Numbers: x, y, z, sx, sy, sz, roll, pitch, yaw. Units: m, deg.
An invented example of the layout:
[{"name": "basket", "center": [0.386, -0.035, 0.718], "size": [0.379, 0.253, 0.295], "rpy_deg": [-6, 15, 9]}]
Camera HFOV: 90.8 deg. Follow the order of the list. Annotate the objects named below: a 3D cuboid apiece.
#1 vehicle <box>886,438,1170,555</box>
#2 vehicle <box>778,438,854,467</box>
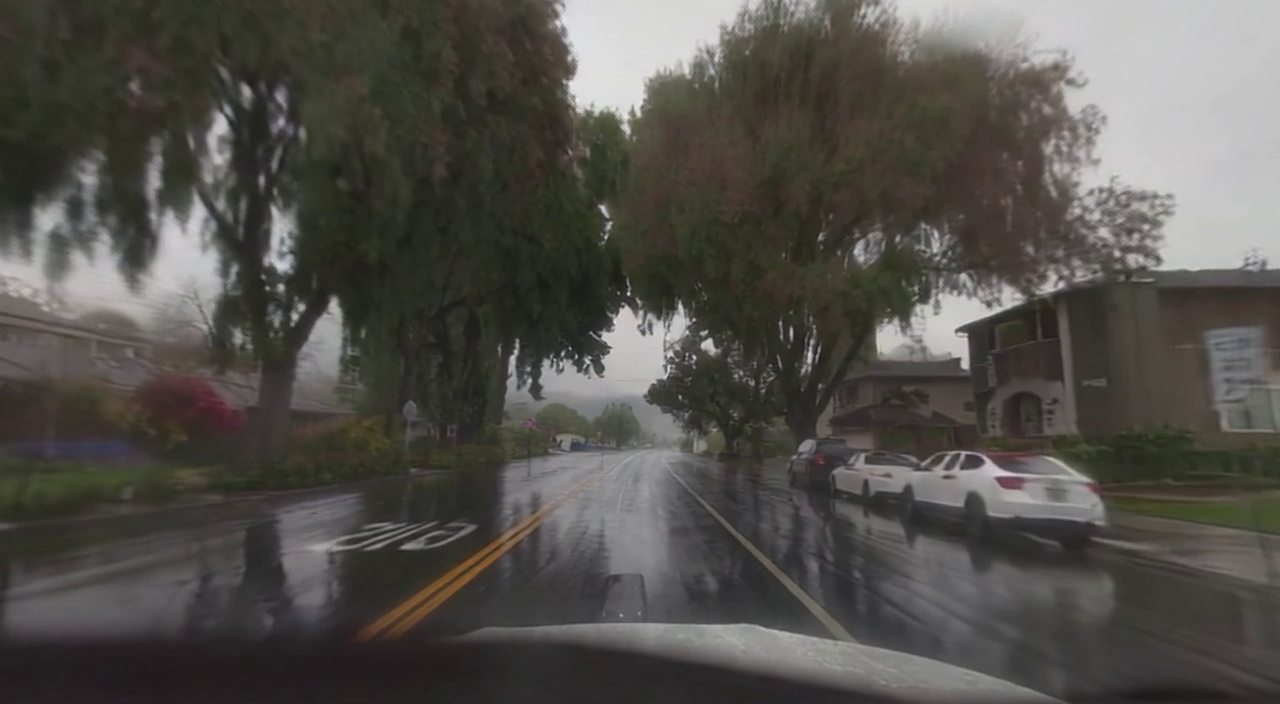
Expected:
[{"name": "vehicle", "center": [6.104, 2.272, 10.757], "size": [1.893, 1.543, 4.434], "rpy_deg": [0, -9, -2]}, {"name": "vehicle", "center": [11.578, 6.634, 41.811], "size": [4.453, 1.590, 1.861], "rpy_deg": [-3, -7, 3]}]
